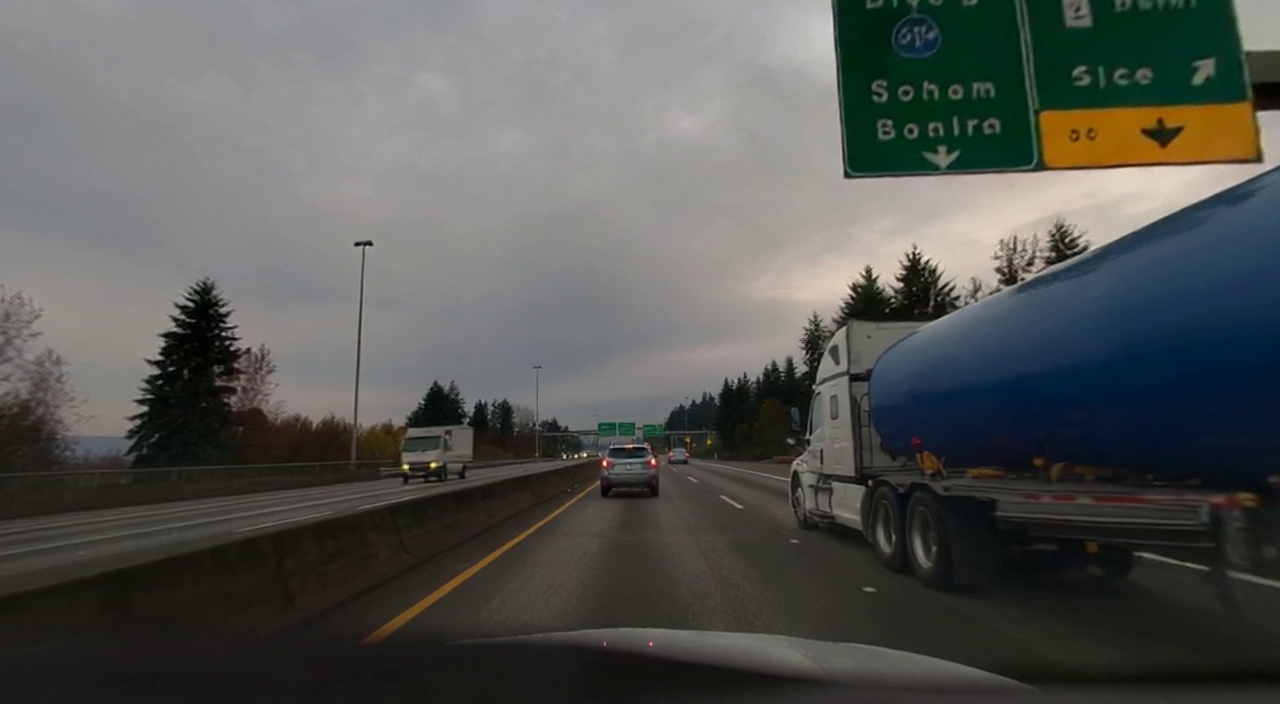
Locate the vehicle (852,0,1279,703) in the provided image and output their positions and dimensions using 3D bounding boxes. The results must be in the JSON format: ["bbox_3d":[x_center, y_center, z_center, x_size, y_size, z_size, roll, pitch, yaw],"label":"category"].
[{"bbox_3d":[3.928,-0.159,1.655,2.694,3.453,11.641,0,-9,0],"label":"vehicle"}]

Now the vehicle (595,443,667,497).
[{"bbox_3d":[-0.243,3.622,19.627,2.003,1.490,3.636,0,-9,0],"label":"vehicle"}]

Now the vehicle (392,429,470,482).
[{"bbox_3d":[-12.124,6.024,37.240,2.375,2.798,6.597,-1,-8,0],"label":"vehicle"}]
